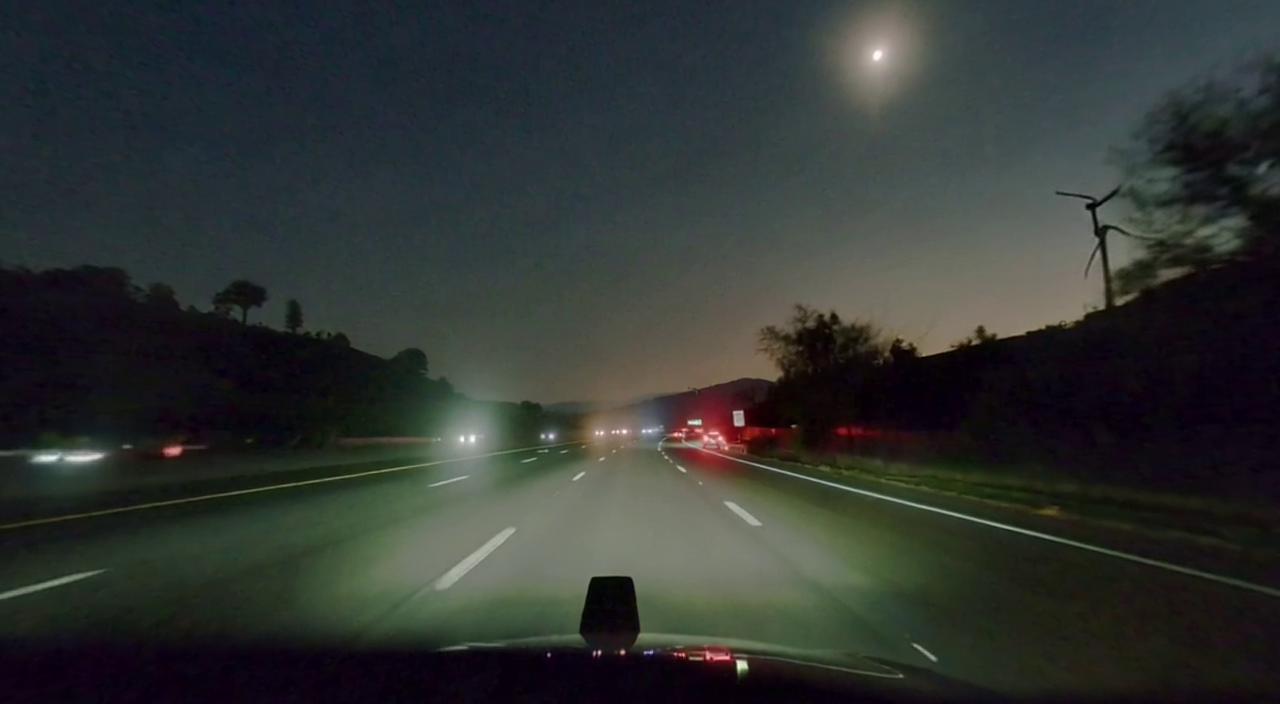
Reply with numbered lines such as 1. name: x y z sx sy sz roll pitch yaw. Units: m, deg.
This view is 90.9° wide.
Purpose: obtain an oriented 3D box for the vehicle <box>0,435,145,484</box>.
1. vehicle: -19.321 3.518 21.098 1.933 1.467 4.408 0 -8 0
